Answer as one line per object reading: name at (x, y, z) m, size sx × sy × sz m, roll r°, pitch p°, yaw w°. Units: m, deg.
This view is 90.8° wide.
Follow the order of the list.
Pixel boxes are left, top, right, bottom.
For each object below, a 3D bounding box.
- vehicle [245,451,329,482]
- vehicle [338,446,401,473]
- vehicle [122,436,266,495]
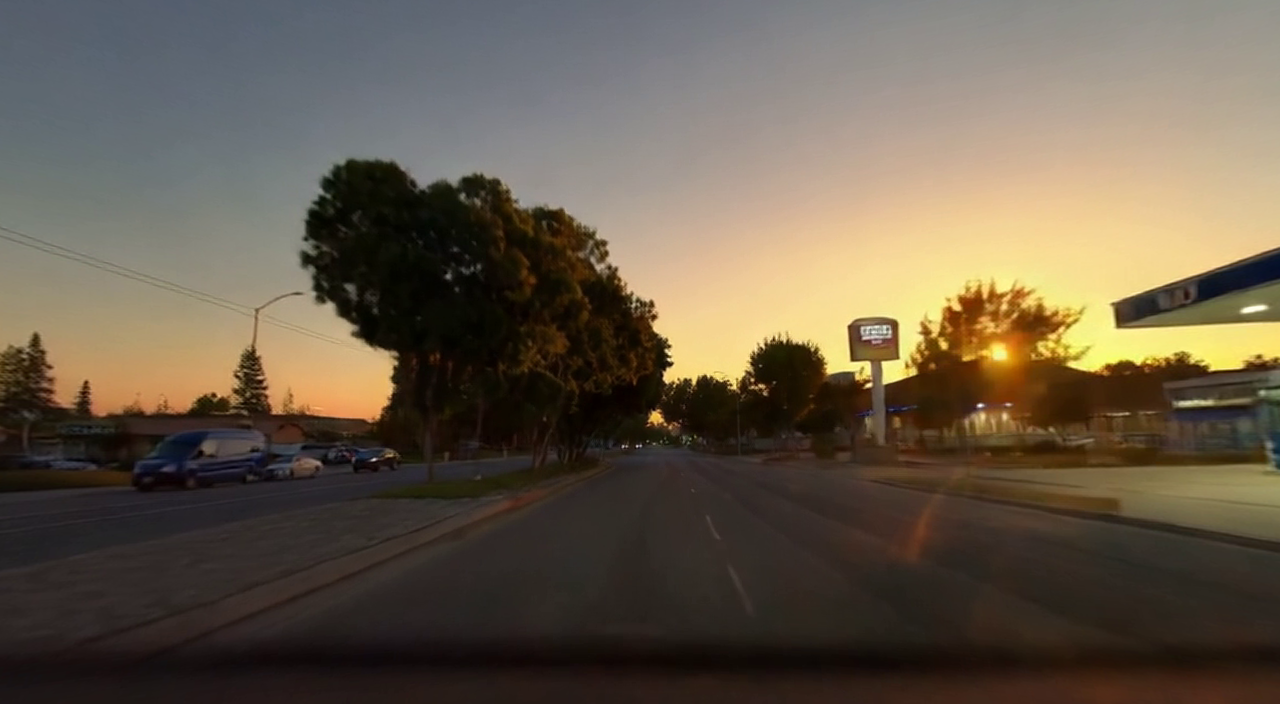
vehicle at (-18.682, 6.071, 33.716) m, size 1.829 × 1.462 × 4.463 m, roll -1°, pitch -8°, yaw 1°
vehicle at (-18.495, 7.345, 43.511) m, size 1.906 × 1.744 × 5.165 m, roll -1°, pitch -8°, yaw 1°
vehicle at (-18.980, 4.784, 27.334) m, size 2.216 × 2.161 × 5.522 m, roll -3°, pitch -8°, yaw 0°
